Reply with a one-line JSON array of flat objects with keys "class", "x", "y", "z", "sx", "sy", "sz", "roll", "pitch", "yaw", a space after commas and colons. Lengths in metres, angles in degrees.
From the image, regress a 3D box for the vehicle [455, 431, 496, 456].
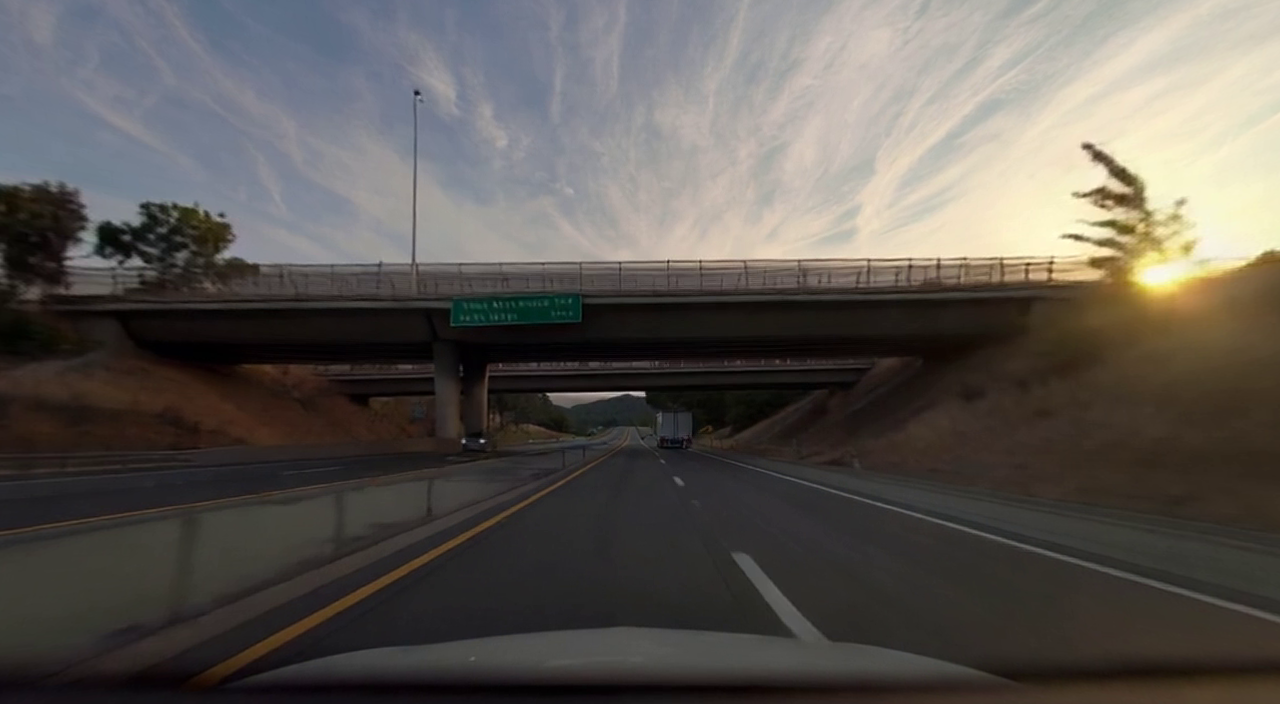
[{"class": "vehicle", "x": -11.626, "y": 6.484, "z": 44.677, "sx": 1.817, "sy": 1.620, "sz": 4.137, "roll": 0, "pitch": -8, "yaw": 0}]
